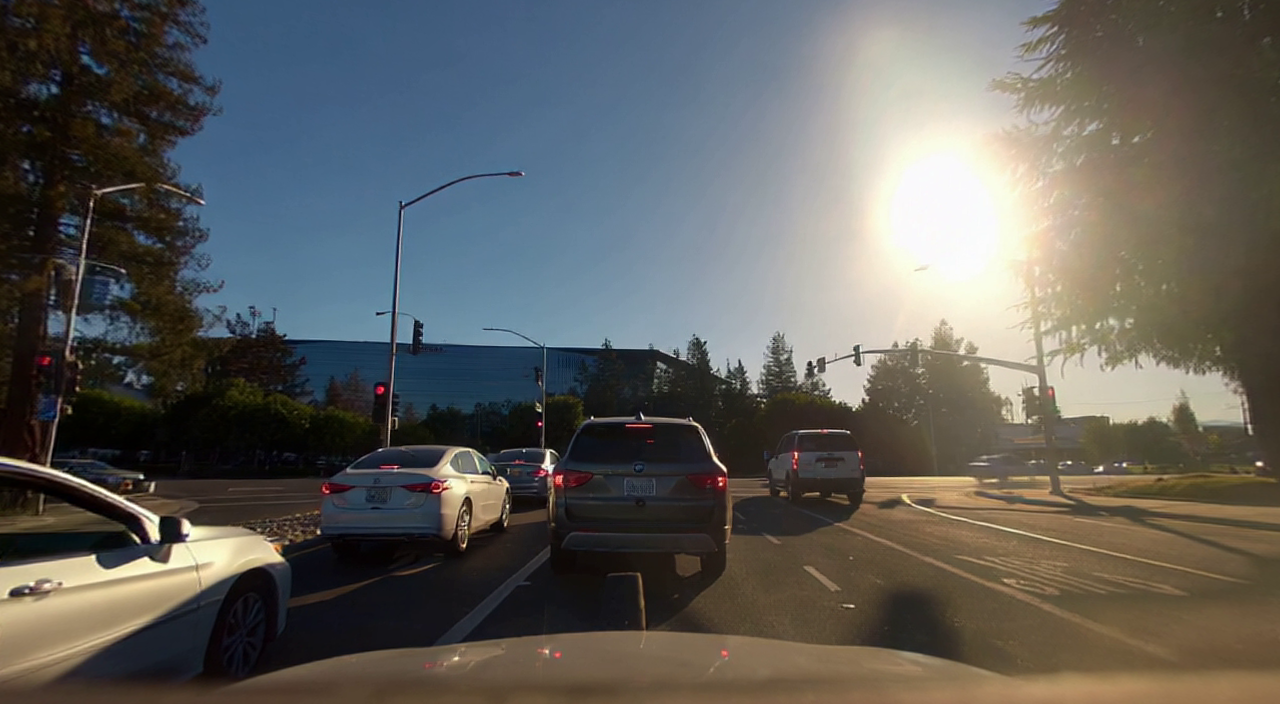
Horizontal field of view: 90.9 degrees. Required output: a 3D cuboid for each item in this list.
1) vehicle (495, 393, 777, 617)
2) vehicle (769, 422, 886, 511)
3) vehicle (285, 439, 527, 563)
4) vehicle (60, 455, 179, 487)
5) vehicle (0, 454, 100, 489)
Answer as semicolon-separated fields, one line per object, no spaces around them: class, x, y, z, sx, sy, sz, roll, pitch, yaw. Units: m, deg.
vehicle;-0.025;1.518;7.173;2.203;1.757;4.286;0;-8;0
vehicle;4.815;2.999;16.907;2.084;2.053;4.073;-1;-8;4
vehicle;-3.190;2.097;9.760;1.913;1.453;4.413;0;-8;2
vehicle;-25.991;5.946;31.609;4.140;1.444;1.742;2;-9;-15
vehicle;-27.028;5.279;27.963;4.198;1.444;1.765;2;-9;-15
